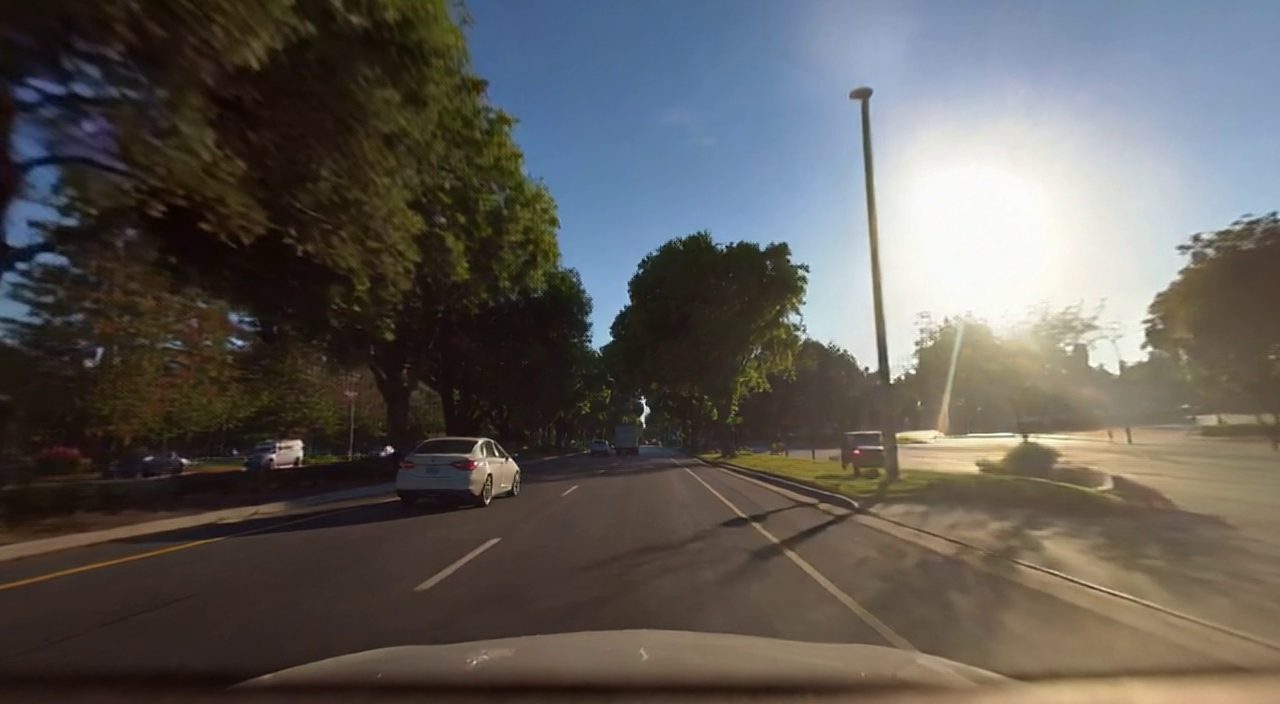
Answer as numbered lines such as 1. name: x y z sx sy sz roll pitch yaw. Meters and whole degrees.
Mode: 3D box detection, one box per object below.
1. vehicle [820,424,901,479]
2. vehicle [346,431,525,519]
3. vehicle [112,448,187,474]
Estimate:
1. vehicle: 7.243 3.285 20.985 1.594 1.688 2.861 0 -8 0
2. vehicle: -3.869 2.399 12.901 2.033 1.454 4.512 0 -8 2
3. vehicle: -31.859 7.060 41.066 1.811 1.550 3.710 0 -8 0
